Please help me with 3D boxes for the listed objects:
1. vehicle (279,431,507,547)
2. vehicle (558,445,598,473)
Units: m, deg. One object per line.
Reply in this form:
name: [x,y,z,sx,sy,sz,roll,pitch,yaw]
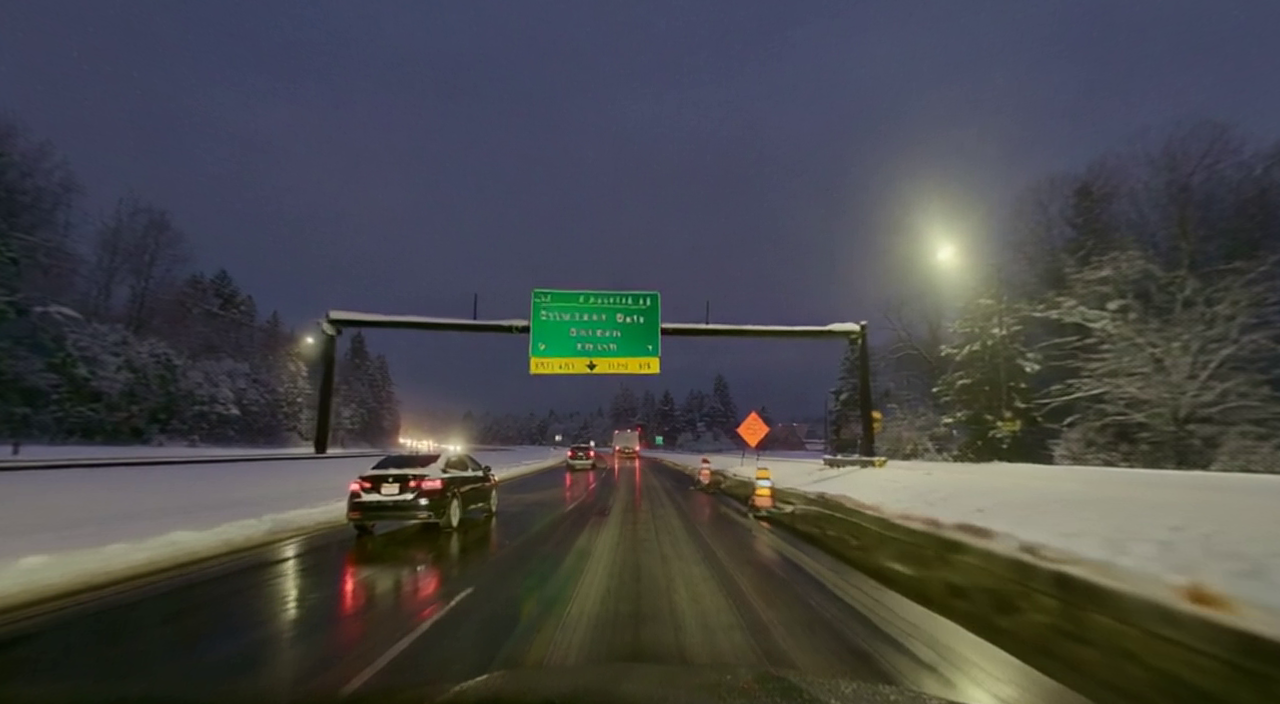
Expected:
vehicle: [-3.779,2.186,10.770,2.012,1.510,4.672,0,-9,0]
vehicle: [-3.434,6.006,35.629,1.965,1.459,4.145,1,-9,-2]
